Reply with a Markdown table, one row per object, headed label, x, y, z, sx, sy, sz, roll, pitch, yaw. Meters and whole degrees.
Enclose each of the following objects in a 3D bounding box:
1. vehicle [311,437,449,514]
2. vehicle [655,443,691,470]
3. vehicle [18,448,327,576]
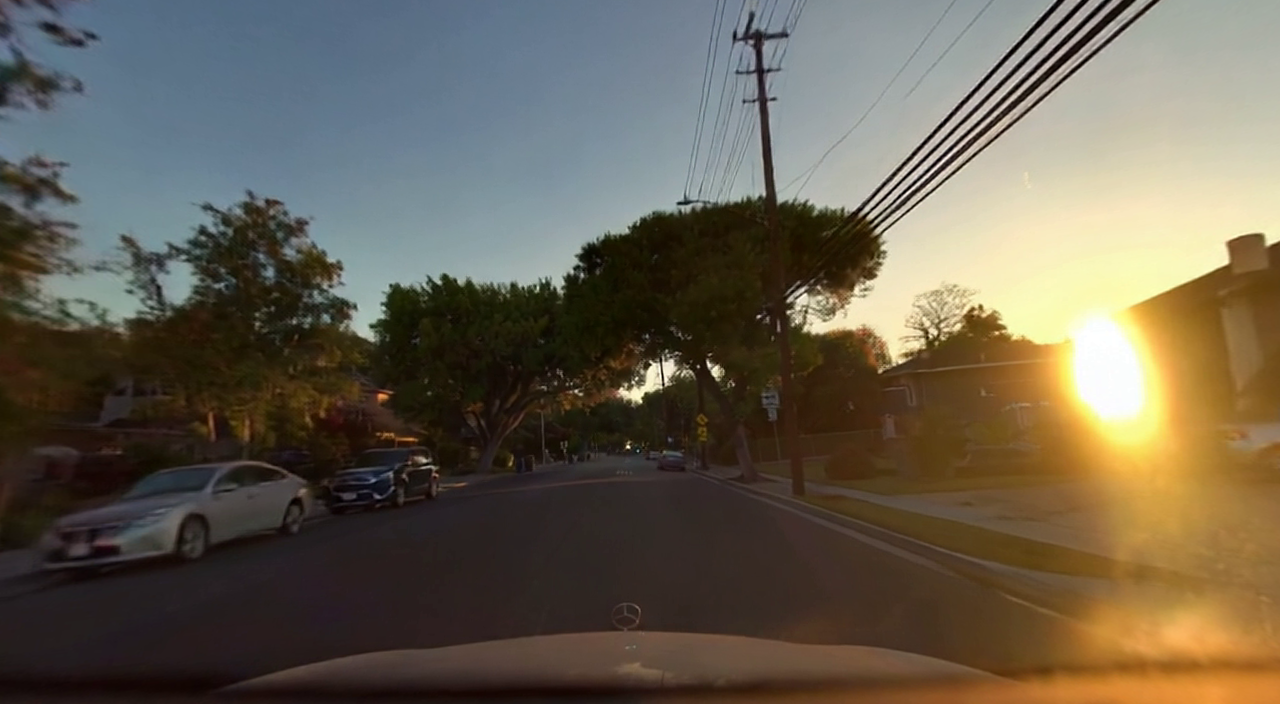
| label | x | y | z | sx | sy | sz | roll | pitch | yaw |
| --- | --- | --- | --- | --- | --- | --- | --- | --- | --- |
| vehicle | -7.276 | 3.490 | 18.266 | 2.135 | 1.787 | 4.452 | -4 | -9 | 0 |
| vehicle | 2.187 | 6.969 | 42.436 | 1.971 | 1.710 | 4.210 | 0 | -9 | -3 |
| vehicle | -7.110 | 2.407 | 10.280 | 2.041 | 1.587 | 3.920 | -2 | -9 | -1 |
